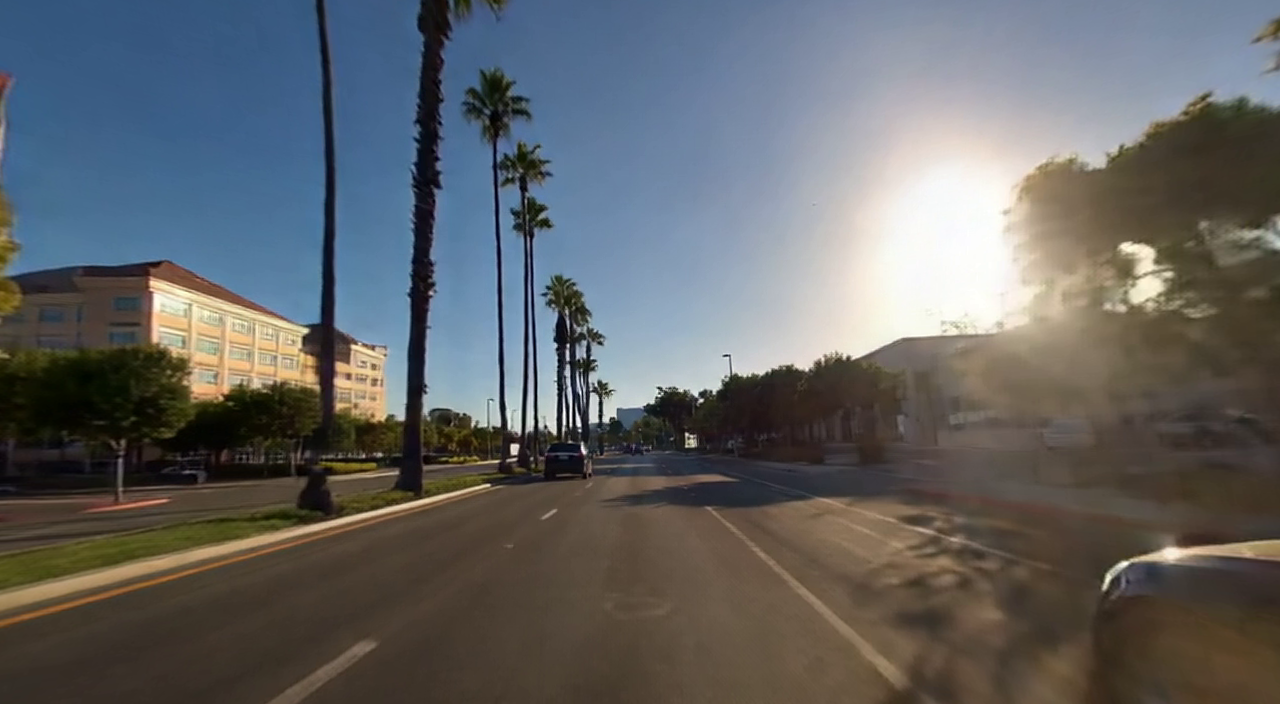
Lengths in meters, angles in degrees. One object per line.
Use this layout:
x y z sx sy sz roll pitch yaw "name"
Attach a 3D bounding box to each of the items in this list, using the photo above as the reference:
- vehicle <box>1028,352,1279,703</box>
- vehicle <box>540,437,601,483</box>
2.787 0.616 0.808 1.946 1.513 4.133 0 -8 0 "vehicle"
-2.835 4.526 26.669 1.998 1.743 4.402 0 -8 1 "vehicle"
